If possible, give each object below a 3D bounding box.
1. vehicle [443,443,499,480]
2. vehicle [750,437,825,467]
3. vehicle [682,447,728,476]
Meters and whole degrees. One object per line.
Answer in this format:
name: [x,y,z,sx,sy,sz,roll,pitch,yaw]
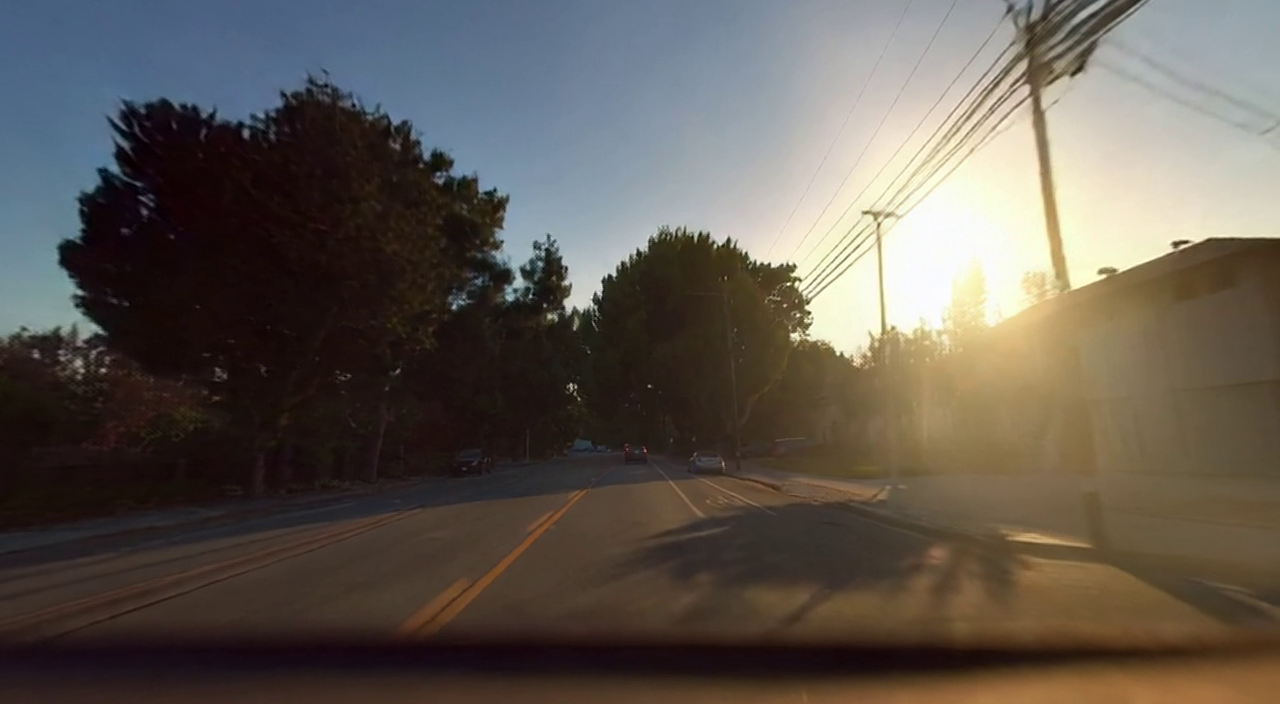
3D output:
vehicle: [-11.144,7.187,41.970,2.111,2.050,5.328,-6,-8,0]
vehicle: [10.563,7.196,45.433,4.709,1.743,1.965,-3,-8,-8]
vehicle: [3.740,6.408,37.197,2.167,1.535,4.464,0,-8,-1]
